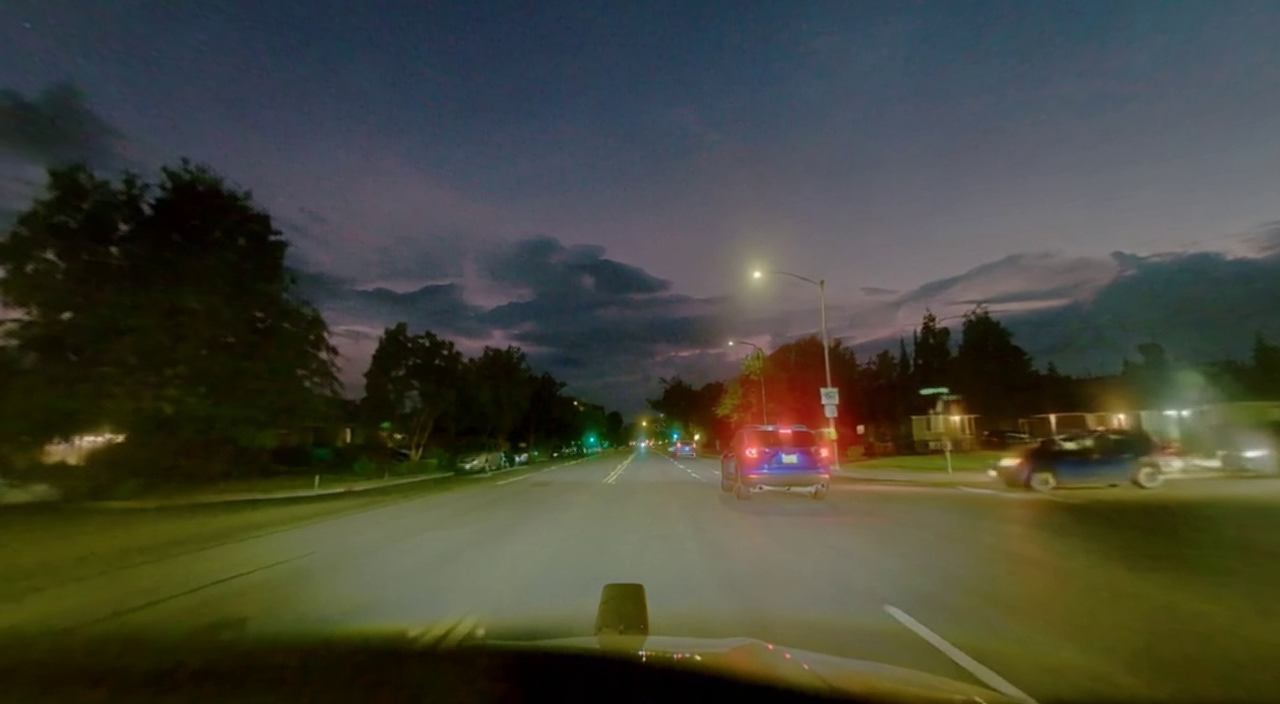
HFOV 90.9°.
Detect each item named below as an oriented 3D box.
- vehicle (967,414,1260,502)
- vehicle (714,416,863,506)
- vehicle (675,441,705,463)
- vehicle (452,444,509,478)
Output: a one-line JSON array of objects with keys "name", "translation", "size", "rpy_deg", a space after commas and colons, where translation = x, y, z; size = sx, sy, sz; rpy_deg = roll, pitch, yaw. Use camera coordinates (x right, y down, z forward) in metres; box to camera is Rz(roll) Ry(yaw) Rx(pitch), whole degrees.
[{"name": "vehicle", "translation": [11.514, 2.588, 15.636], "size": [5.539, 1.729, 2.145], "rpy_deg": [-3, -8, -3]}, {"name": "vehicle", "translation": [3.519, 2.760, 16.450], "size": [2.497, 1.889, 5.833], "rpy_deg": [-1, -8, 0]}, {"name": "vehicle", "translation": [3.545, 7.192, 45.386], "size": [1.956, 1.492, 4.425], "rpy_deg": [-1, -8, 2]}, {"name": "vehicle", "translation": [-10.291, 7.040, 41.118], "size": [2.261, 1.851, 5.724], "rpy_deg": [-5, -8, -1]}]
